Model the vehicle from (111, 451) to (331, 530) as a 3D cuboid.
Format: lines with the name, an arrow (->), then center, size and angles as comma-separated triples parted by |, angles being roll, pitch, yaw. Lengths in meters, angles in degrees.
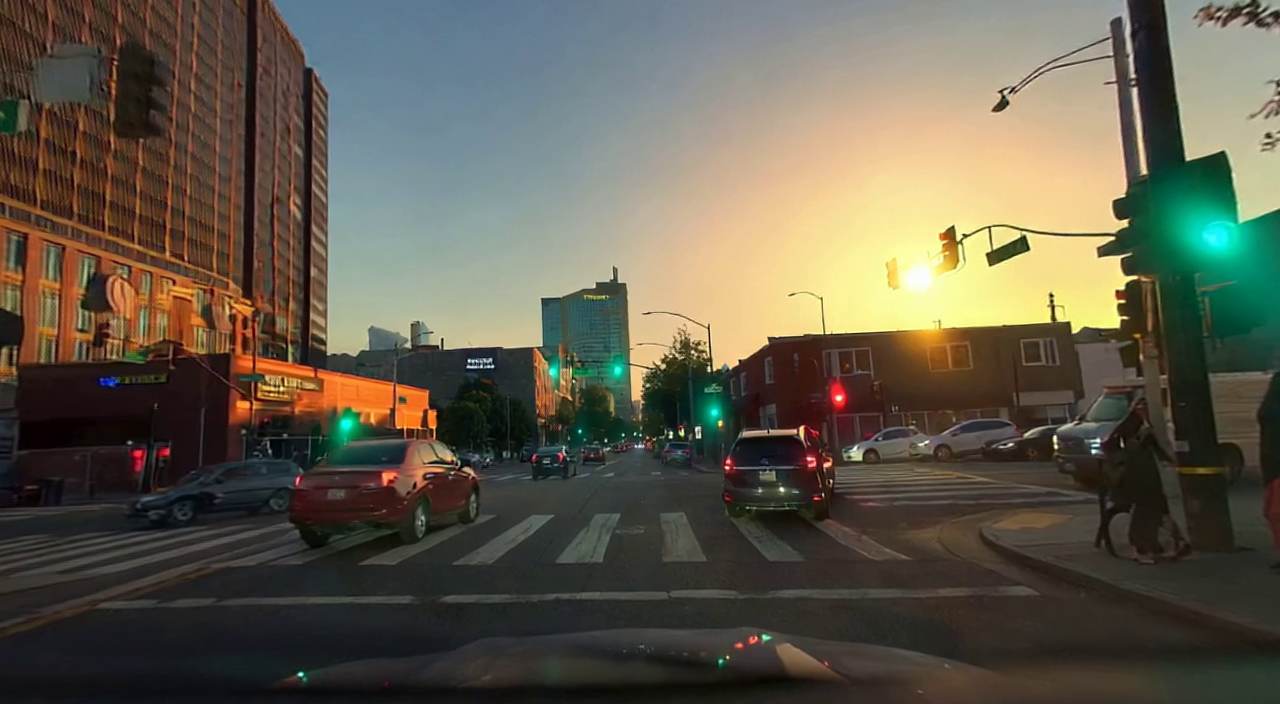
vehicle -> -9.239, 3.048, 14.495 | 1.922, 1.457, 4.494 | 0, -8, 1

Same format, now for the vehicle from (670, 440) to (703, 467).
vehicle -> 3.193, 7.042, 44.042 | 1.924, 1.765, 3.954 | 0, -8, -2

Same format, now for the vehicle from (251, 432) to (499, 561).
vehicle -> -3.530, 1.969, 9.278 | 1.973, 1.496, 3.713 | 0, -8, 1

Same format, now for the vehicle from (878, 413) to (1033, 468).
vehicle -> 12.603, 3.568, 25.465 | 5.004, 1.771, 2.159 | -4, -8, 1

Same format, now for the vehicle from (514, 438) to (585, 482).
vehicle -> -3.316, 4.076, 24.074 | 1.916, 1.487, 4.535 | 0, -8, 2

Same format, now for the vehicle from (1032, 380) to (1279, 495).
vehicle -> 11.907, 1.811, 13.411 | 5.523, 2.219, 2.251 | 0, -8, 1

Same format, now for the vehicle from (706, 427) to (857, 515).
vehicle -> 3.147, 2.388, 13.210 | 2.153, 1.480, 4.540 | -4, -9, 24

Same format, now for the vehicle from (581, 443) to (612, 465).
vehicle -> -3.141, 7.375, 45.856 | 1.888, 1.489, 3.863 | 0, -8, 1
